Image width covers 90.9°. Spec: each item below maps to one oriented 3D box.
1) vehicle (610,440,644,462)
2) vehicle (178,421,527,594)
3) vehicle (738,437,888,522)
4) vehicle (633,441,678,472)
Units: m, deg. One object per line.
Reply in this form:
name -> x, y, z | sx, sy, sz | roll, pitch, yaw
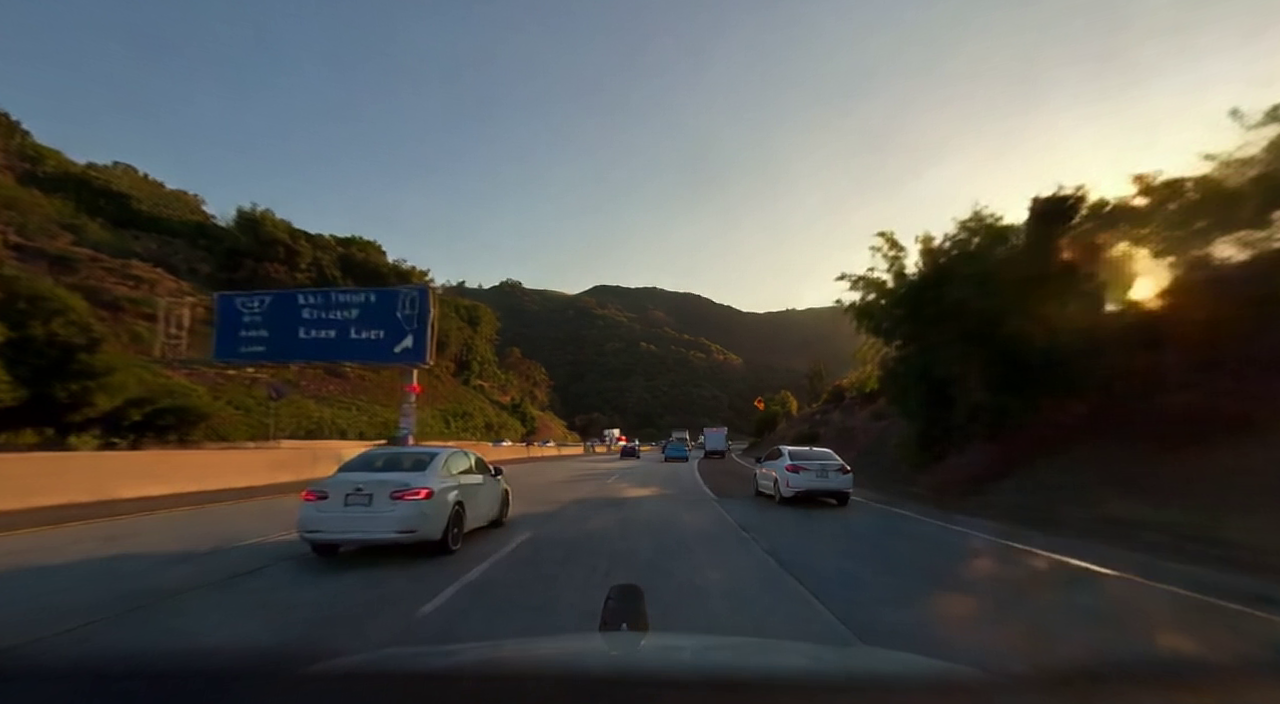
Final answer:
vehicle -> -0.913, 7.410, 47.306 | 2.010, 1.482, 4.230 | 0, -8, 5
vehicle -> -2.951, 1.712, 7.957 | 2.031, 1.491, 4.792 | 0, -8, 2
vehicle -> 3.428, 2.602, 13.486 | 2.013, 1.464, 4.317 | 1, -8, 0
vehicle -> 0.877, 5.415, 32.931 | 2.202, 1.467, 3.929 | -1, -8, 4
